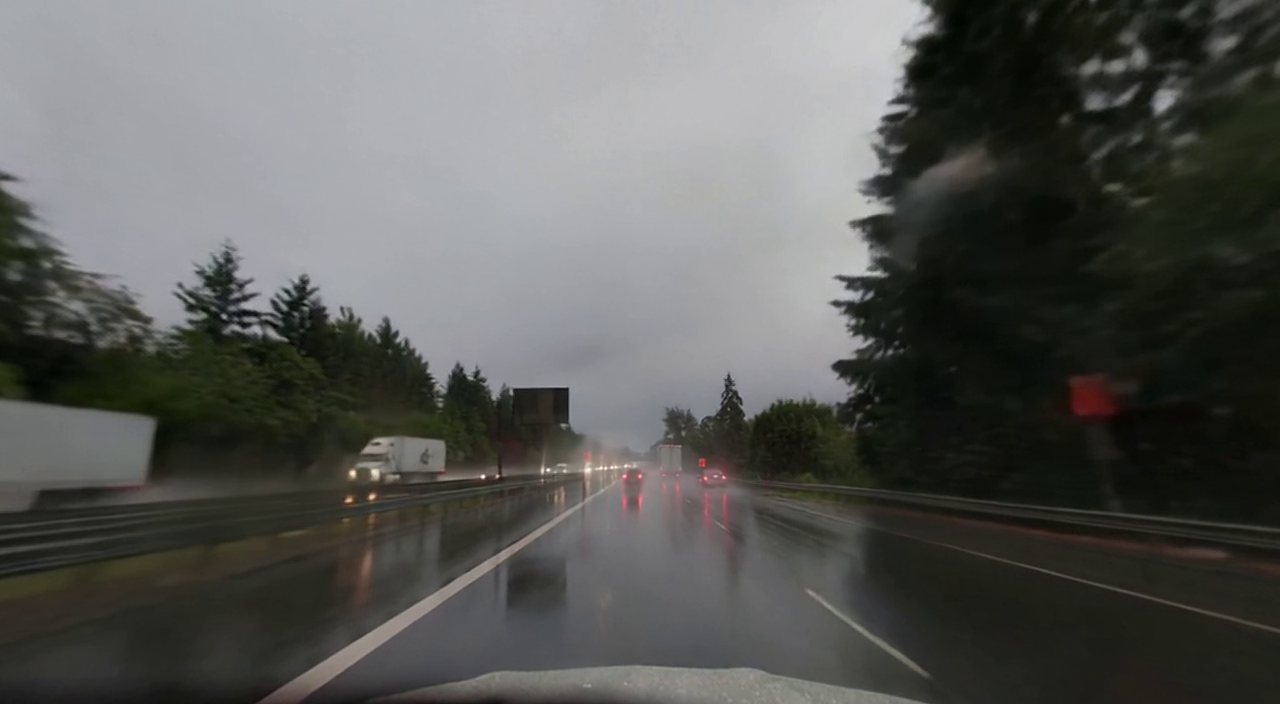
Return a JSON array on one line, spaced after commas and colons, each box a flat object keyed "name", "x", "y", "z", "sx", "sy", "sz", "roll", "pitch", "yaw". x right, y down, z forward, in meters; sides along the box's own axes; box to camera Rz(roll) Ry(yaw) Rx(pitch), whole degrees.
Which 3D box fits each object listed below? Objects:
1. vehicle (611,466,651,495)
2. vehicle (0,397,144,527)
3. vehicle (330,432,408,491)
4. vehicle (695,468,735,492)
[{"name": "vehicle", "x": -0.485, "y": 6.823, "z": 33.630, "sx": 2.010, "sy": 1.436, "sz": 3.973, "roll": 1, "pitch": -10, "yaw": -1}, {"name": "vehicle", "x": -20.354, "y": 3.024, "z": 17.468, "sx": 3.000, "sy": 3.760, "sz": 12.315, "roll": 1, "pitch": -10, "yaw": 1}, {"name": "vehicle", "x": -19.764, "y": 8.081, "z": 46.422, "sx": 2.911, "sy": 4.025, "sz": 5.844, "roll": 1, "pitch": -10, "yaw": 0}, {"name": "vehicle", "x": 4.835, "y": 8.297, "z": 41.018, "sx": 1.897, "sy": 1.476, "sz": 4.334, "roll": 1, "pitch": -10, "yaw": -2}]
